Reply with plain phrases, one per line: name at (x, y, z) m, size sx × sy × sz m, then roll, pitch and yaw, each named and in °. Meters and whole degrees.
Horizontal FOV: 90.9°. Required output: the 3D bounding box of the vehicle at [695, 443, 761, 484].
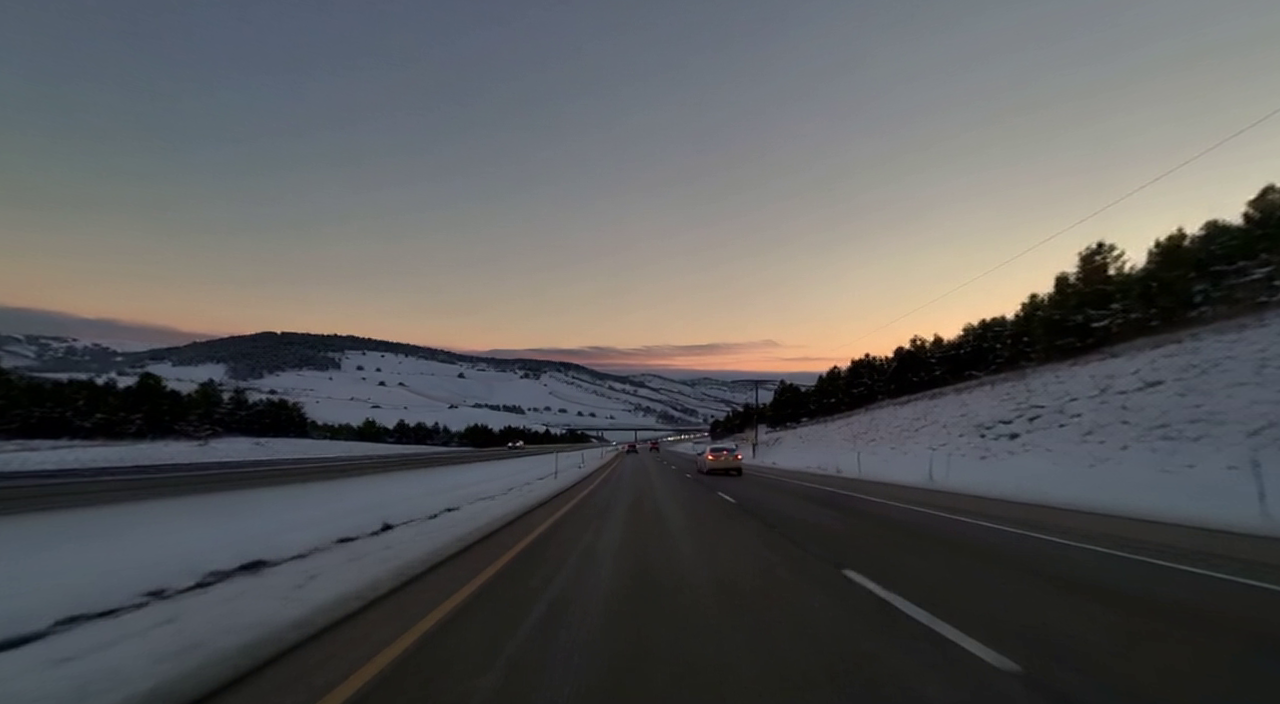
vehicle at (3.540, 4.558, 26.228) m, size 1.960 × 1.516 × 4.657 m, roll 0°, pitch -8°, yaw -1°
